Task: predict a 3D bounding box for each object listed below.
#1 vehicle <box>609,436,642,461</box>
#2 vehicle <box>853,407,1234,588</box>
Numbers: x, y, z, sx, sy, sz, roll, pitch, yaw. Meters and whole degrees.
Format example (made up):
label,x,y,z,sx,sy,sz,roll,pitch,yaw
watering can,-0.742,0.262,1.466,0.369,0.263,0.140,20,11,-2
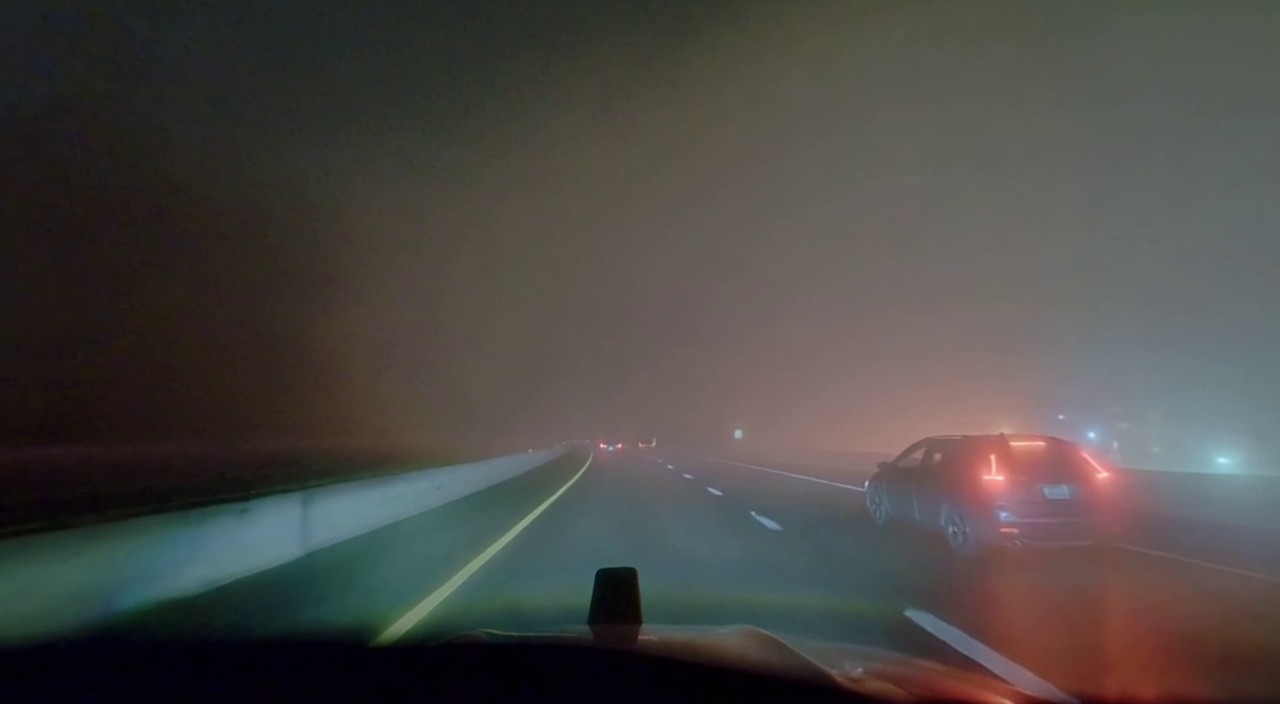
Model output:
label,x,y,z,sx,sy,sz,roll,pitch,yaw
vehicle,-0.963,6.141,40.203,1.998,1.512,3.735,0,-8,-3
vehicle,4.055,1.481,7.202,1.852,1.513,3.652,0,-8,-1
